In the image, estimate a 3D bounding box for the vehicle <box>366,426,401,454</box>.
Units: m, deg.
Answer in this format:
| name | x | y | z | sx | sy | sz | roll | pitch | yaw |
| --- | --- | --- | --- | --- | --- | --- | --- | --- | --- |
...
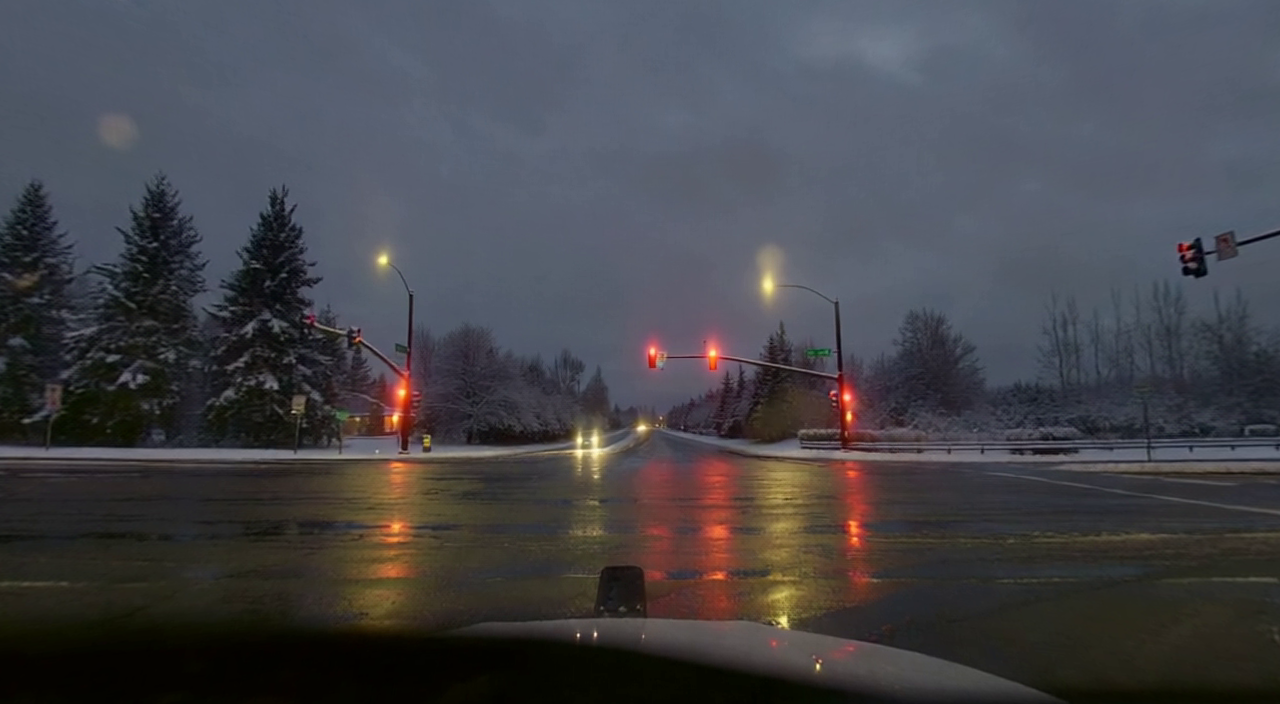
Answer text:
| name | x | y | z | sx | sy | sz | roll | pitch | yaw |
| --- | --- | --- | --- | --- | --- | --- | --- | --- | --- |
| vehicle | -19.981 | 6.859 | 48.903 | 1.873 | 2.079 | 2.879 | 6 | -10 | -34 |
